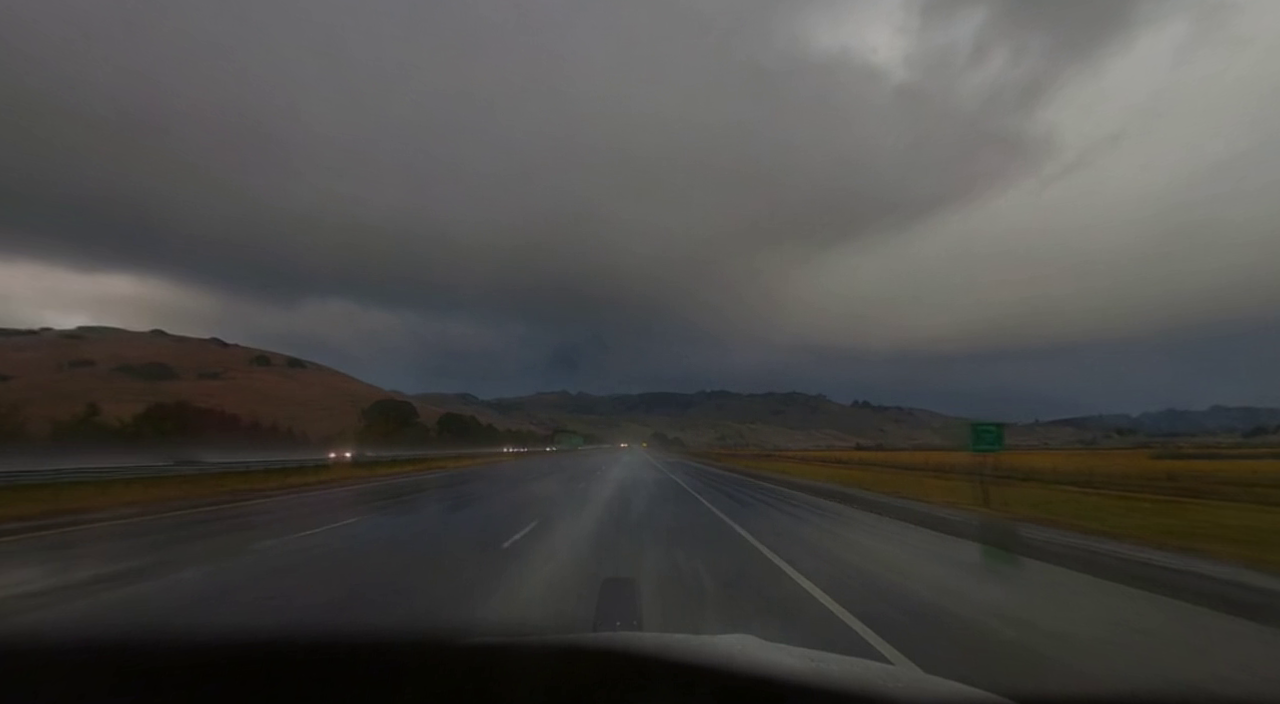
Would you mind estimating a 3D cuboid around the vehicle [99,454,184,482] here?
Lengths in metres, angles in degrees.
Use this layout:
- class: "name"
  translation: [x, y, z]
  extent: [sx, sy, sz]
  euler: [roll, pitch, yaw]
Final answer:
- class: "vehicle"
  translation: [-32.512, 7.560, 41.404]
  extent: [1.890, 1.503, 4.651]
  euler: [-3, -8, -1]
